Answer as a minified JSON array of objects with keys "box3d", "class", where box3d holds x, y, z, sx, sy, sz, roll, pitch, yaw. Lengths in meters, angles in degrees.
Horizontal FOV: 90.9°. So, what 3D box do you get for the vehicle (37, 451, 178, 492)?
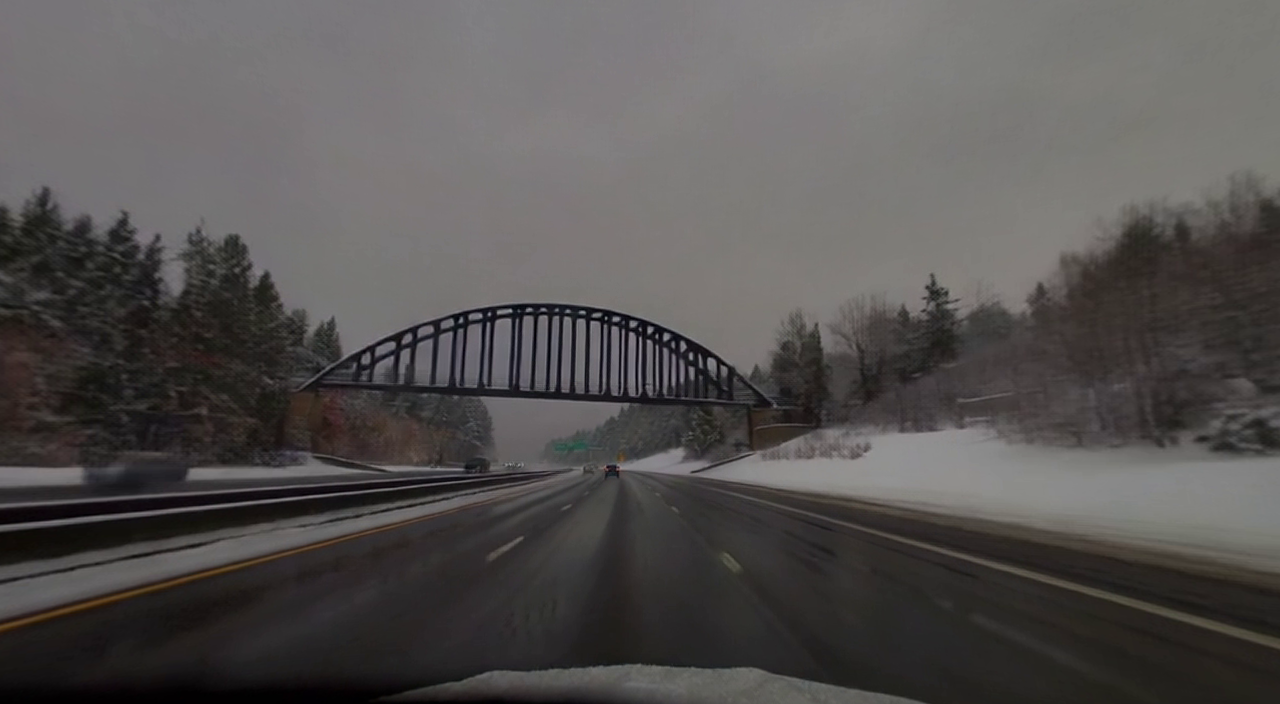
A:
[{"box3d":[-20.361,4.609,24.374,1.800,1.436,4.207,1,-10,-1],"class":"vehicle"}]
